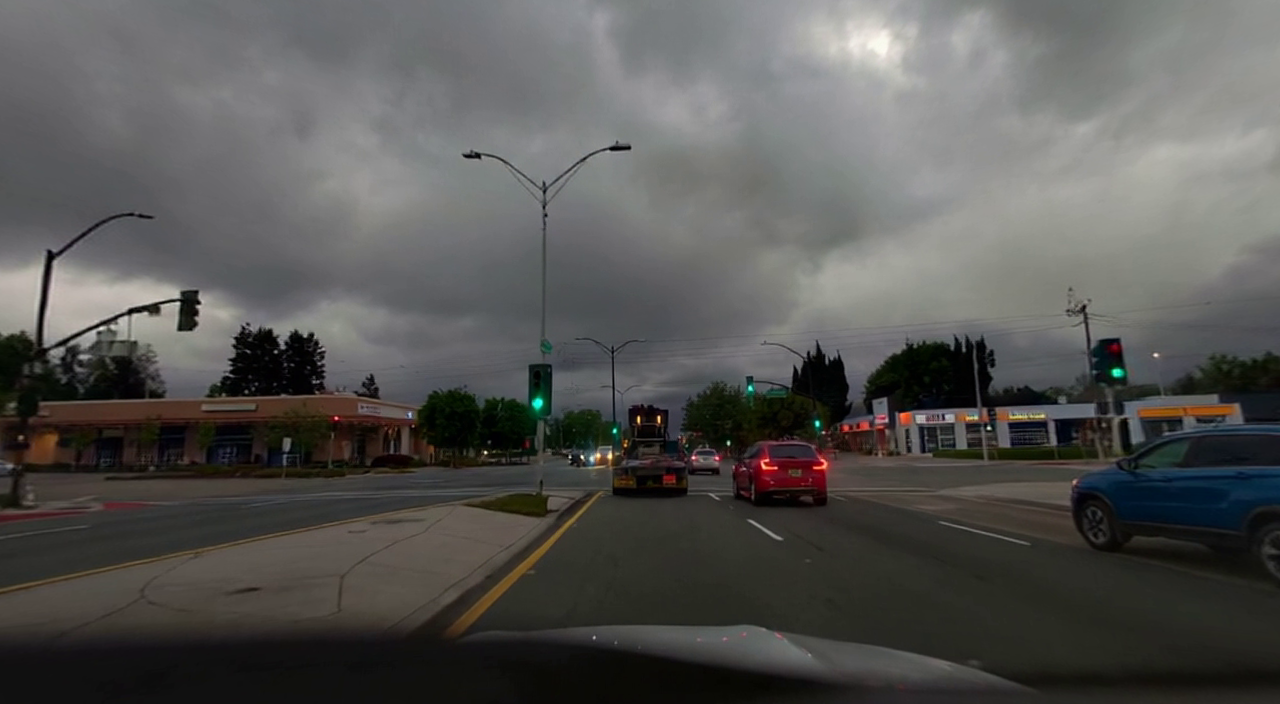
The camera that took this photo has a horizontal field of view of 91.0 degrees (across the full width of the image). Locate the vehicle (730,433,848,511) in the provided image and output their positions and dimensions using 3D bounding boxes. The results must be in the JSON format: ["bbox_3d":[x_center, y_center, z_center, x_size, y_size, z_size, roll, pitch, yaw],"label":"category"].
[{"bbox_3d":[3.691,3.053,16.502,2.025,1.754,4.311,0,-8,0],"label":"vehicle"}]

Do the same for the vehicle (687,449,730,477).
[{"bbox_3d":[3.988,6.536,37.379,1.967,1.515,4.378,0,-8,-1],"label":"vehicle"}]

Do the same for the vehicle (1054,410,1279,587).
[{"bbox_3d":[7.171,1.564,7.079,1.982,1.698,4.408,0,-8,0],"label":"vehicle"}]

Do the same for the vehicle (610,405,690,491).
[{"bbox_3d":[0.332,3.209,21.306,2.370,2.518,3.858,-2,-8,1],"label":"vehicle"}]

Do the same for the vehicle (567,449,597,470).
[{"bbox_3d":[-4.381,8.157,48.030,2.001,1.518,4.316,0,-8,-1],"label":"vehicle"}]
